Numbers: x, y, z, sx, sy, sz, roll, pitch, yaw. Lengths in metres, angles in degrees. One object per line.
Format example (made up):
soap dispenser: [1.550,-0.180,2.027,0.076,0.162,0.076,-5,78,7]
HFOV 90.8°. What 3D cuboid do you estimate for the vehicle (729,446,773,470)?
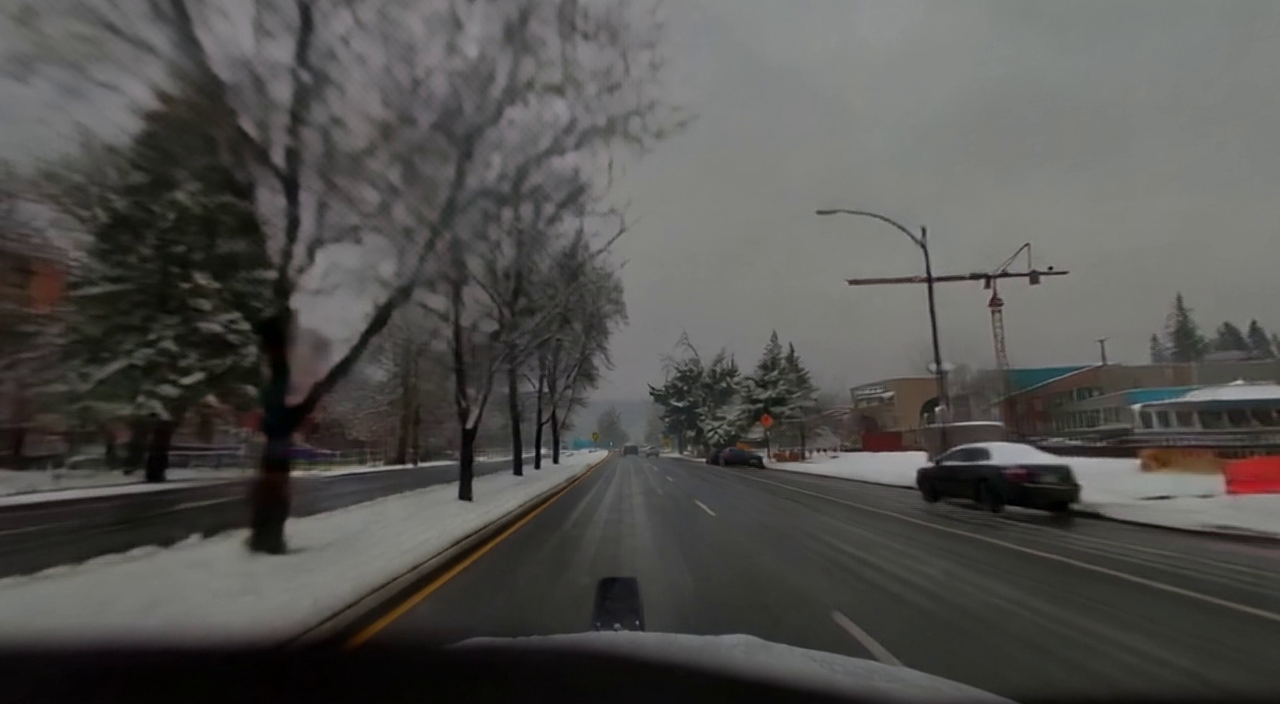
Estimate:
vehicle: [7.631,7.305,43.851,1.974,1.472,4.654,2,-8,-3]

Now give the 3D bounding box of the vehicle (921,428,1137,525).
vehicle: [8.259,2.649,14.055,2.080,1.706,4.392,2,-8,1]
